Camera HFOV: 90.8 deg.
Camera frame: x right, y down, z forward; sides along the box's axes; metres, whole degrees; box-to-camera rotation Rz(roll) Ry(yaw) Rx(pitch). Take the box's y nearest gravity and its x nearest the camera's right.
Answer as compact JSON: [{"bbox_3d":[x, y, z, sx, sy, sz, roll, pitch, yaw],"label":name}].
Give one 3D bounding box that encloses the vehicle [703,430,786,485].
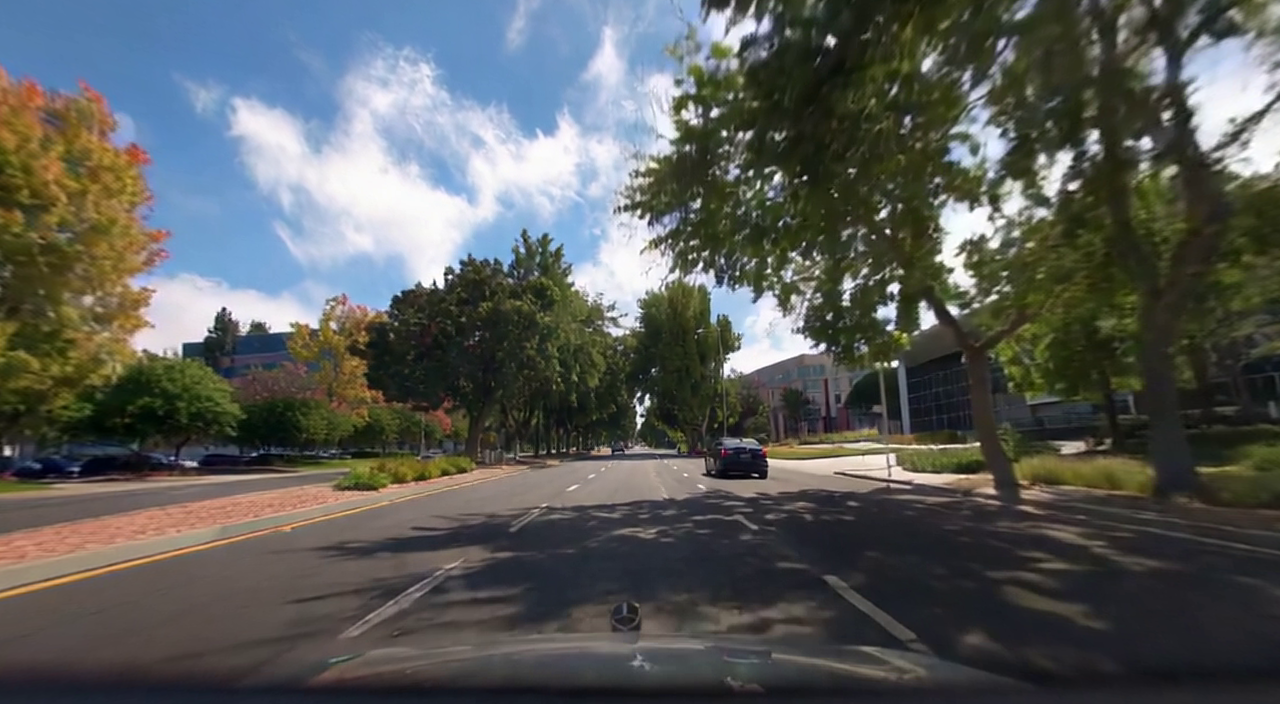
[{"bbox_3d":[3.554,3.669,22.330,2.083,1.743,4.354,0,-8,-1],"label":"vehicle"}]
